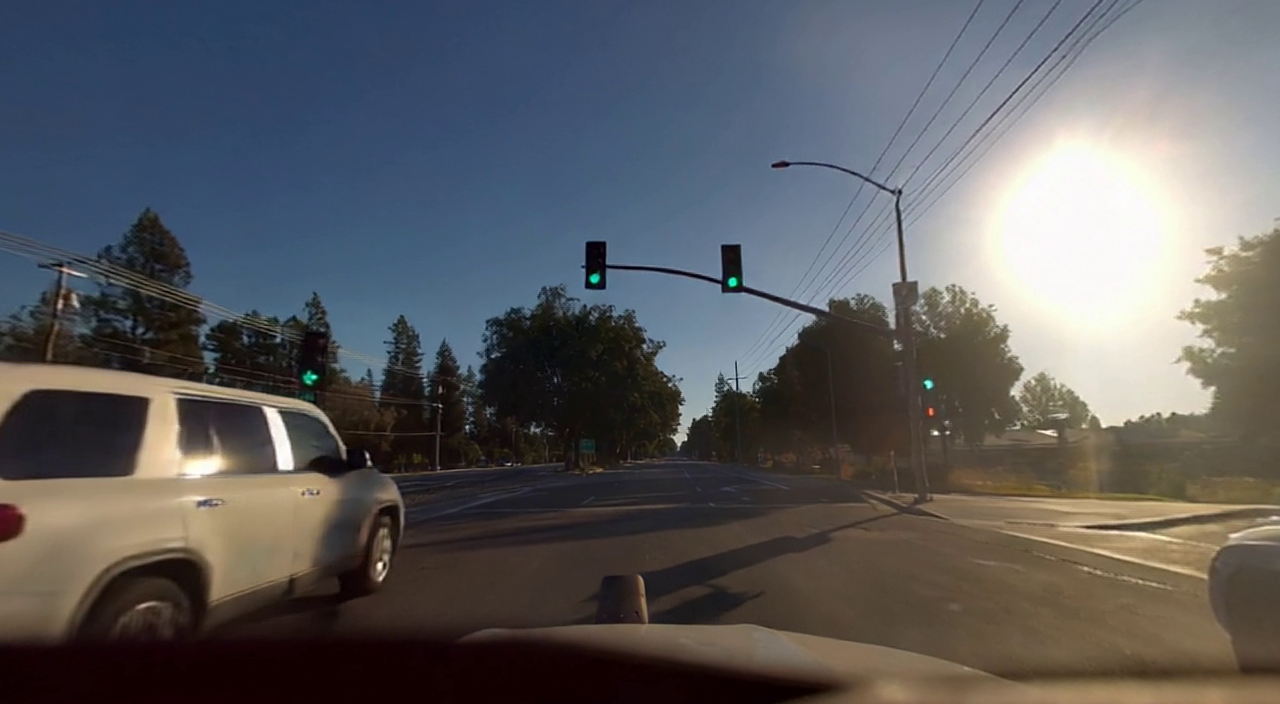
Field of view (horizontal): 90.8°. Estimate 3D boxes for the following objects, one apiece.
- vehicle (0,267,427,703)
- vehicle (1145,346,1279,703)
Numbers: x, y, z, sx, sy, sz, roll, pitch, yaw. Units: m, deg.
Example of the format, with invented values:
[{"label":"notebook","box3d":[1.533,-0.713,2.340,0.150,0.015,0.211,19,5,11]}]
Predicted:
[{"label":"vehicle","box3d":[-3.461,0.959,3.948,2.374,1.985,5.391,0,-8,0]},{"label":"vehicle","box3d":[3.615,0.598,0.985,2.056,1.703,4.305,0,-8,0]}]
